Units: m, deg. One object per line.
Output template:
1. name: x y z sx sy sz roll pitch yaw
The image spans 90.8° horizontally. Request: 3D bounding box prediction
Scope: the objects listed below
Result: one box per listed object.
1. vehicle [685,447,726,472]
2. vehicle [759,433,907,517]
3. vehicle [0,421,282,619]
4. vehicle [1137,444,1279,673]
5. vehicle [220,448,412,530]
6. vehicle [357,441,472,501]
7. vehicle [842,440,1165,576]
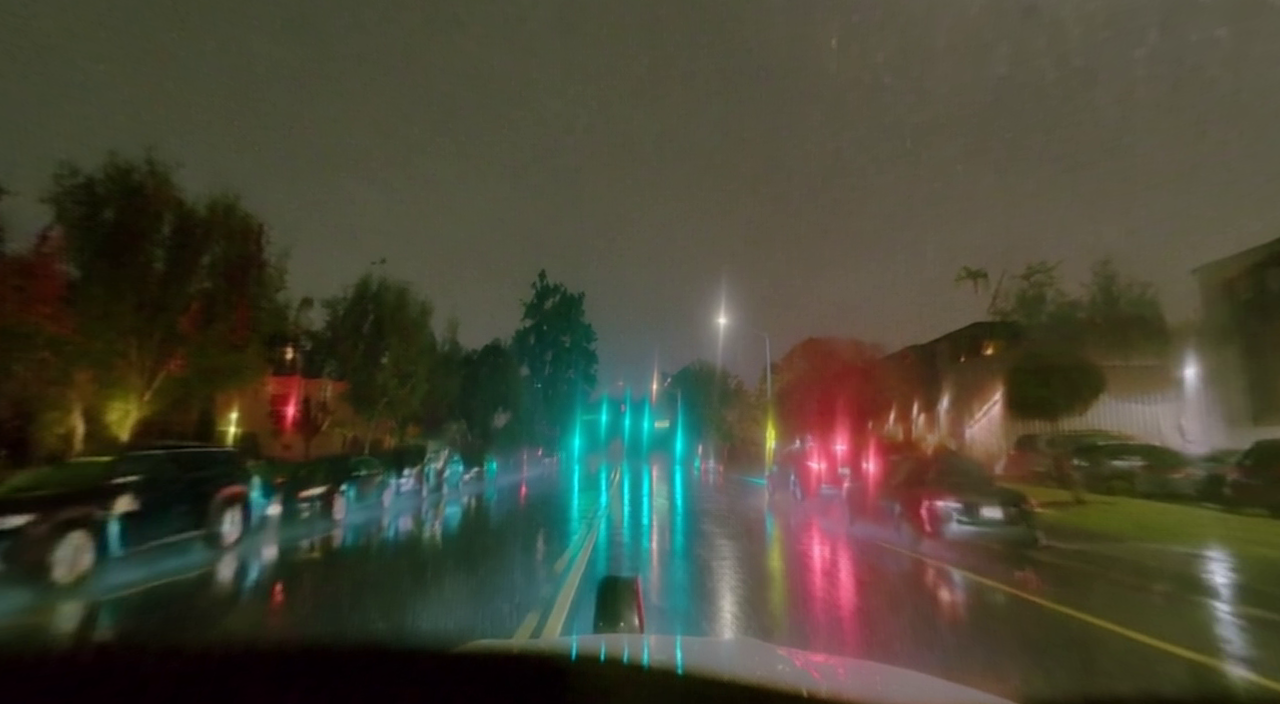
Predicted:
1. vehicle: 4.152 6.922 40.948 1.955 1.536 4.395 1 -9 -3
2. vehicle: 4.413 2.878 15.338 1.992 1.703 4.503 1 -9 -3
3. vehicle: -6.661 1.821 7.870 1.904 1.727 4.530 1 -9 -3
4. vehicle: 4.941 1.139 2.885 1.798 1.432 4.330 0 -9 0
5. vehicle: -6.709 2.841 13.787 1.811 1.454 4.610 0 -9 -1
6. vehicle: -7.035 3.737 20.276 2.092 1.706 4.356 0 -9 0
7. vehicle: 4.827 2.092 9.433 1.830 1.477 4.684 1 -9 -3
